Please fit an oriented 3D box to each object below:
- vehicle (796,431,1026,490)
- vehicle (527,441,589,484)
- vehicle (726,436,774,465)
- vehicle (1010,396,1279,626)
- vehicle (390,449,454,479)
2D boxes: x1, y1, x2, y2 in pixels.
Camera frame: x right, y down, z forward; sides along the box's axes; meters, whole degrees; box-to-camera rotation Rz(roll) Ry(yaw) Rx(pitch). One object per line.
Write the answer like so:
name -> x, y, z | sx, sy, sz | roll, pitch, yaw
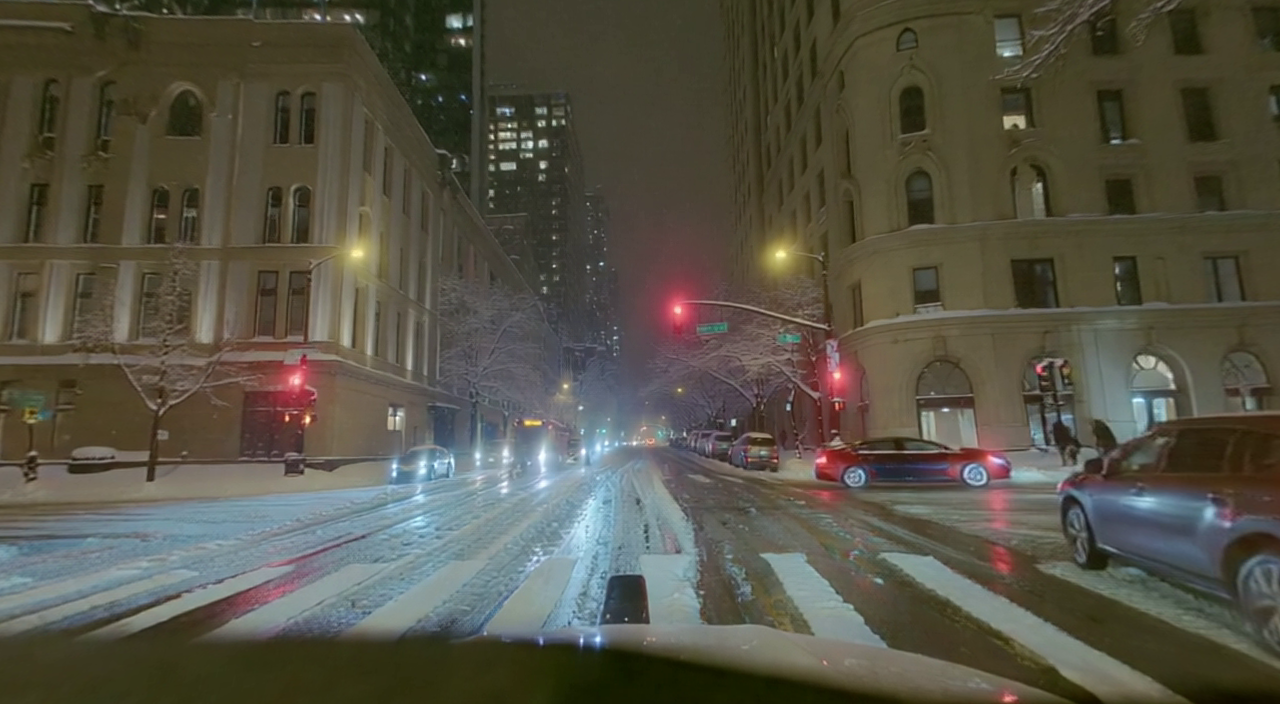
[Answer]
vehicle -> 7.179, 2.947, 17.331 | 5.388, 1.465, 2.050 | -1, -8, 9
vehicle -> -2.920, 4.039, 23.384 | 1.904, 1.402, 4.759 | 0, -8, -3
vehicle -> 6.252, 5.649, 36.308 | 1.926, 1.574, 3.961 | 0, -8, -2
vehicle -> 5.408, 1.263, 5.600 | 1.912, 1.505, 4.889 | -1, -8, 9
vehicle -> -11.924, 6.119, 34.798 | 1.998, 1.505, 4.405 | 0, -8, 0
